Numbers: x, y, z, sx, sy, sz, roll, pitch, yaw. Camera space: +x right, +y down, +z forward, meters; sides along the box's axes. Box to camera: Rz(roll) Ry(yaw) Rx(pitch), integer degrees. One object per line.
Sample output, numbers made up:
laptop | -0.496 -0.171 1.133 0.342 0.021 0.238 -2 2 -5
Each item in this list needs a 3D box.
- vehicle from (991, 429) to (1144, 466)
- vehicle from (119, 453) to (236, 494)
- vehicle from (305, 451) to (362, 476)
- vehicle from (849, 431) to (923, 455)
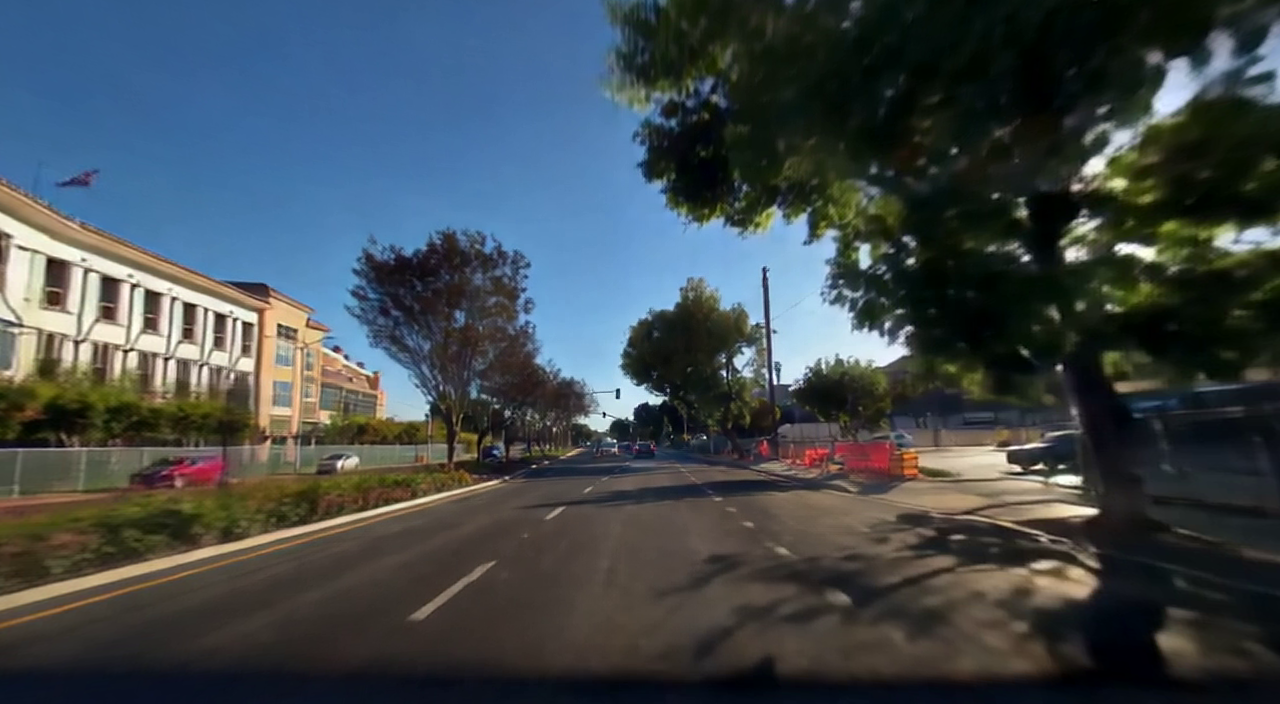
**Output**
vehicle | 17.691 3.966 26.265 4.813 1.464 2.073 0 -8 0
vehicle | -22.764 5.963 31.341 2.067 1.743 5.056 0 -8 -1
vehicle | -22.888 8.309 47.277 1.957 1.672 4.743 0 -8 0
vehicle | 17.589 6.533 45.191 4.450 1.643 1.996 0 -8 0
